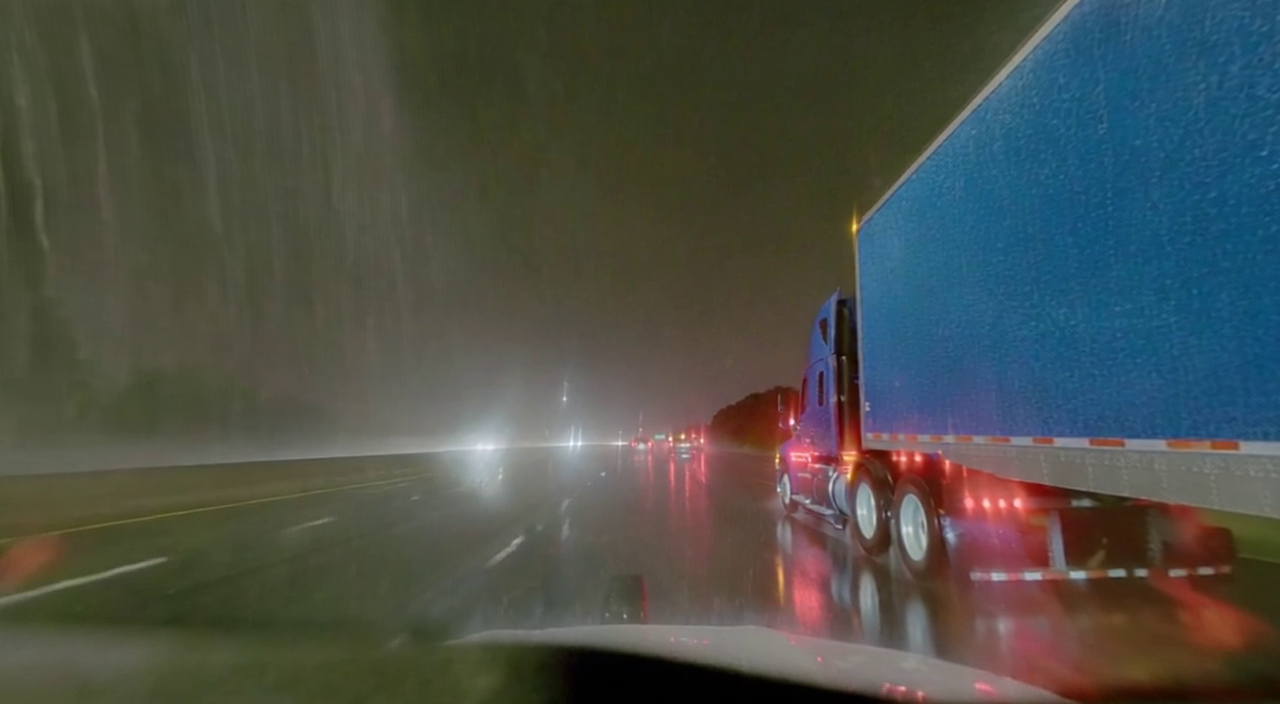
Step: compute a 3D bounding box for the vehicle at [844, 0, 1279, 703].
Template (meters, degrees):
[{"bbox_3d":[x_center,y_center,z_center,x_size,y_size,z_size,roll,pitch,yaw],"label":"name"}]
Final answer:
[{"bbox_3d":[3.722,-0.256,2.049,3.012,3.768,8.945,0,-8,0],"label":"vehicle"}]
